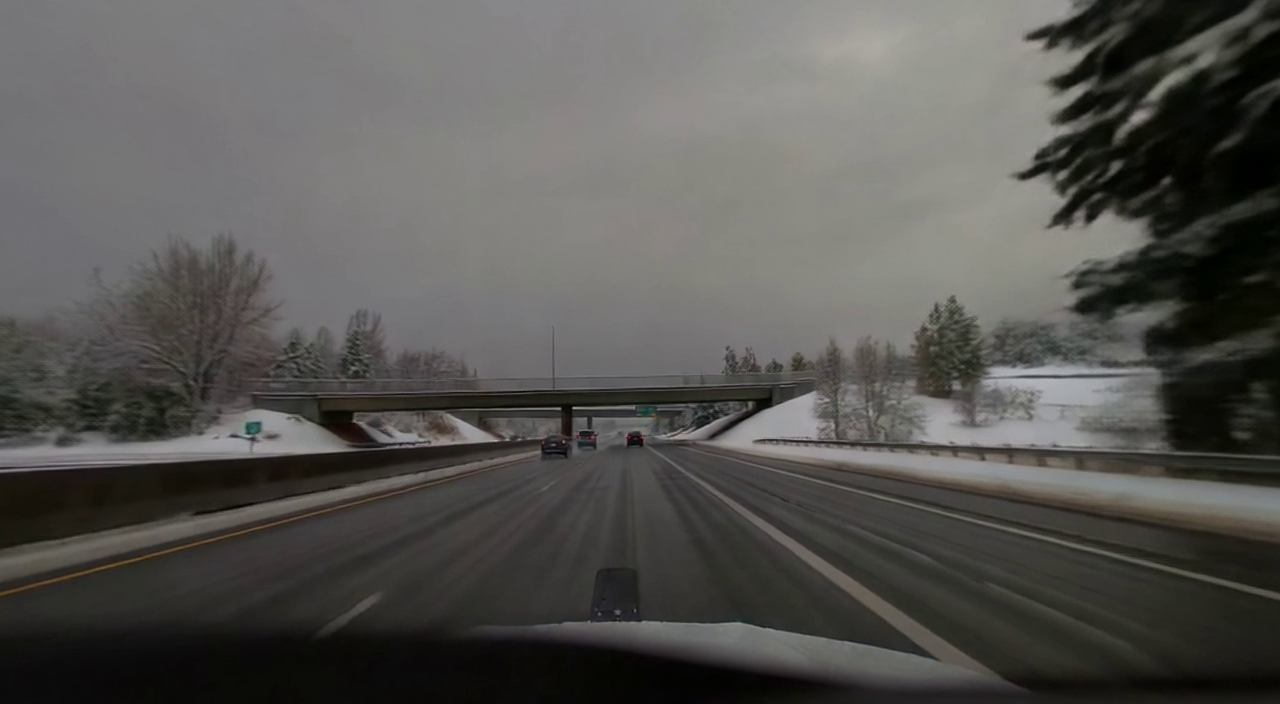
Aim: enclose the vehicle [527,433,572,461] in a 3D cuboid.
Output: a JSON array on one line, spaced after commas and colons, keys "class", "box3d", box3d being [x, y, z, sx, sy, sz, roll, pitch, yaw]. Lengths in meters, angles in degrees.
[{"class": "vehicle", "box3d": [-4.900, 5.190, 34.589, 1.933, 1.473, 4.023, 0, -8, 0]}]
